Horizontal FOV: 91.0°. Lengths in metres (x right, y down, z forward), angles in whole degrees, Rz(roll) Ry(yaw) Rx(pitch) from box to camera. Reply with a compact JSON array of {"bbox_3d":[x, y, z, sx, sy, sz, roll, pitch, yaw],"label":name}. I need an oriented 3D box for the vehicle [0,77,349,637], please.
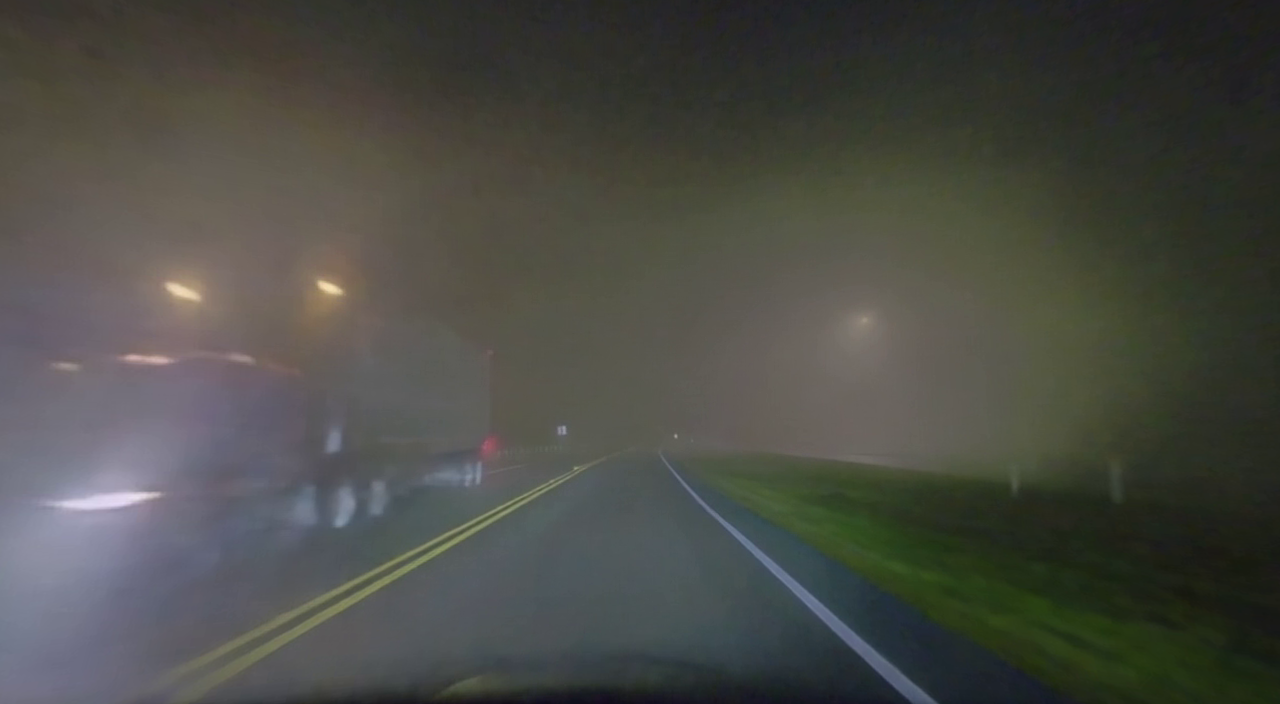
[{"bbox_3d":[-6.280,0.379,6.795,3.460,3.937,5.736,-1,-8,0],"label":"vehicle"}]
